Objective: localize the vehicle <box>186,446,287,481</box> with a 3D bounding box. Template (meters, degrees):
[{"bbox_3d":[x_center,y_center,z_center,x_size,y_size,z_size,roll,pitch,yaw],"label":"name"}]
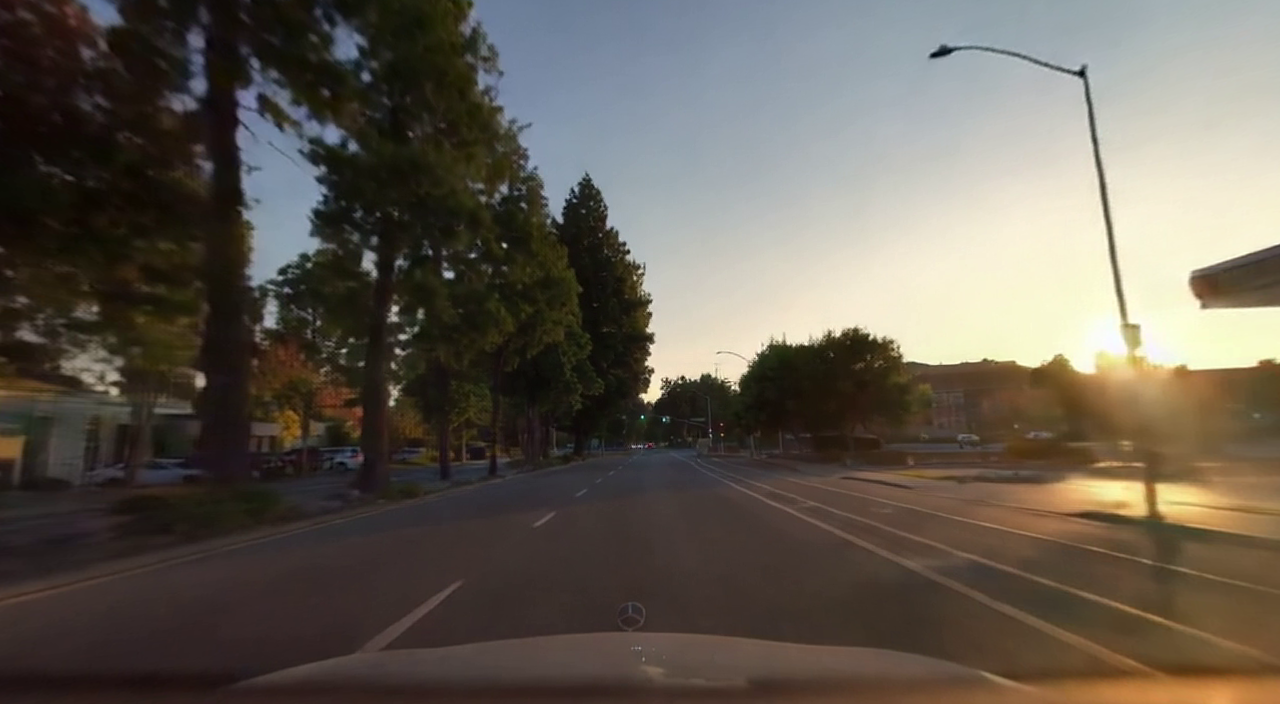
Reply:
[{"bbox_3d":[-23.614,6.529,37.030,4.271,1.902,2.281,0,-9,1],"label":"vehicle"}]

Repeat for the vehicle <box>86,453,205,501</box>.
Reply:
[{"bbox_3d":[-25.215,6.358,32.244,4.386,2.004,1.991,-4,-9,-2],"label":"vehicle"}]
